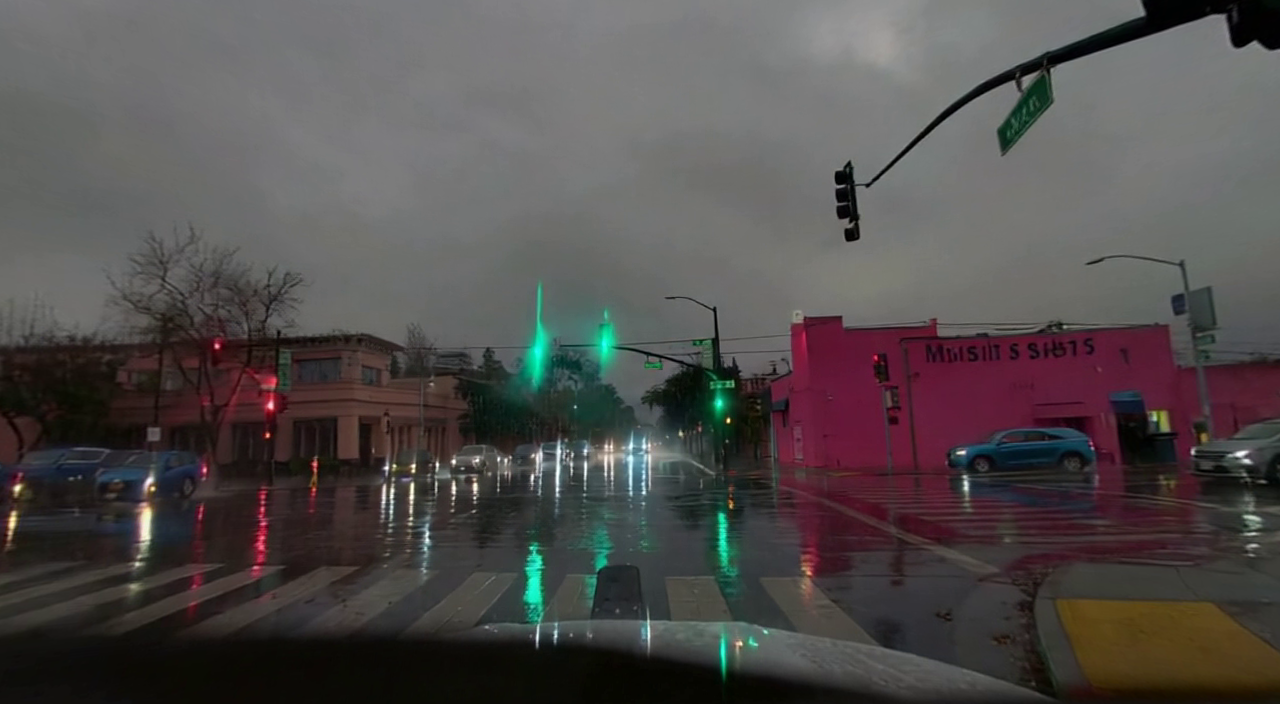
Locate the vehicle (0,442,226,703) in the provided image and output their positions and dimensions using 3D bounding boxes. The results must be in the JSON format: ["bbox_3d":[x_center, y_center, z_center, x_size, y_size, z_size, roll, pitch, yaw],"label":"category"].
[{"bbox_3d":[-3.752,0.970,2.145,1.759,1.325,4.295,0,-9,0],"label":"vehicle"}]

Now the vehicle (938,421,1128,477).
[{"bbox_3d":[11.567,2.890,18.802,4.355,1.546,1.820,-1,-9,6],"label":"vehicle"}]

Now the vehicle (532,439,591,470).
[{"bbox_3d":[-4.495,5.982,36.873,1.928,1.647,4.575,-2,-9,13],"label":"vehicle"}]

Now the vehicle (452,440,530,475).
[{"bbox_3d":[-8.378,5.974,36.054,2.152,1.825,5.406,-2,-9,12],"label":"vehicle"}]

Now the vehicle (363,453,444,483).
[{"bbox_3d":[-12.589,6.168,33.868,1.976,1.425,4.567,-1,-9,10],"label":"vehicle"}]
